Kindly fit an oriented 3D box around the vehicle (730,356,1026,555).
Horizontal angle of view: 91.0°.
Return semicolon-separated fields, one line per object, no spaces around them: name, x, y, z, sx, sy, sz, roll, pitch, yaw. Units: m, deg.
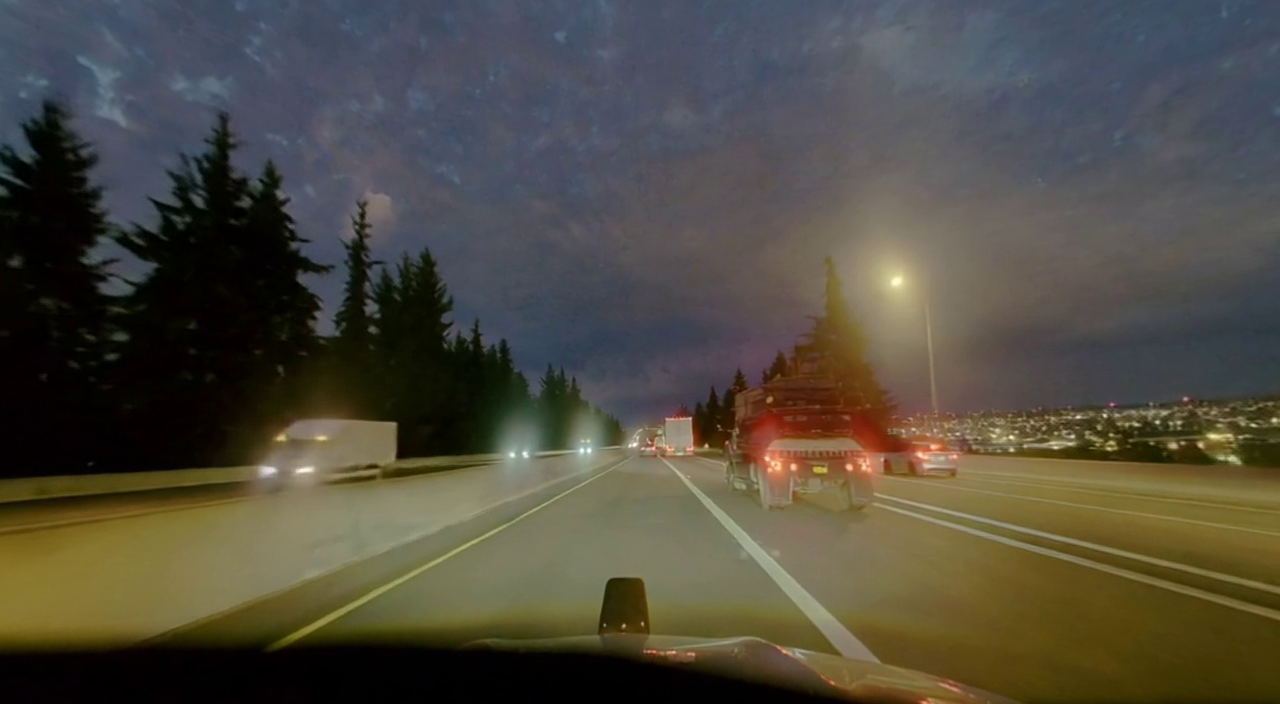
vehicle;3.367;1.712;10.969;2.677;2.439;6.402;0;-8;0

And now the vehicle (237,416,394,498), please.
vehicle;-12.830;4.212;25.730;2.603;2.888;6.881;0;-8;1
